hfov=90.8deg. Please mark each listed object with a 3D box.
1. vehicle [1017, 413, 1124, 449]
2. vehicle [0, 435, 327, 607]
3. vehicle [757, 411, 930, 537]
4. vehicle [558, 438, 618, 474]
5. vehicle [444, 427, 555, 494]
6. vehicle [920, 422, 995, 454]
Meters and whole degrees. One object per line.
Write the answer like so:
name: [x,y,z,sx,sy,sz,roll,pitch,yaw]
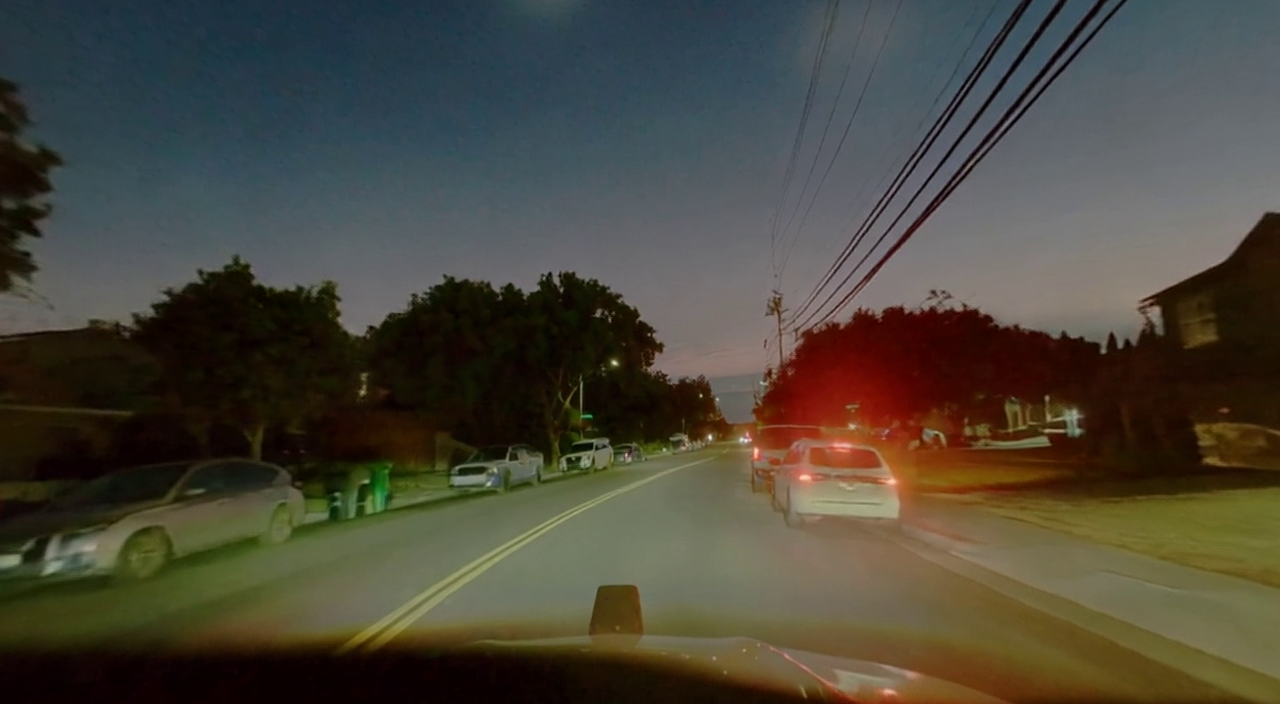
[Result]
vehicle: [22.911,4.305,33.939,2.253,1.805,4.842,0,-9,-1]
vehicle: [-7.059,2.230,9.243,2.184,1.751,5.057,-4,-9,3]
vehicle: [3.441,2.161,11.823,2.032,1.810,5.047,-1,-9,6]
vehicle: [-2.836,5.832,35.771,2.192,1.873,4.985,-2,-9,9]
vehicle: [-4.992,4.031,23.414,2.353,2.037,5.358,-5,-11,6]
vehicle: [17.596,4.800,35.247,2.079,1.675,3.855,0,-8,-2]
